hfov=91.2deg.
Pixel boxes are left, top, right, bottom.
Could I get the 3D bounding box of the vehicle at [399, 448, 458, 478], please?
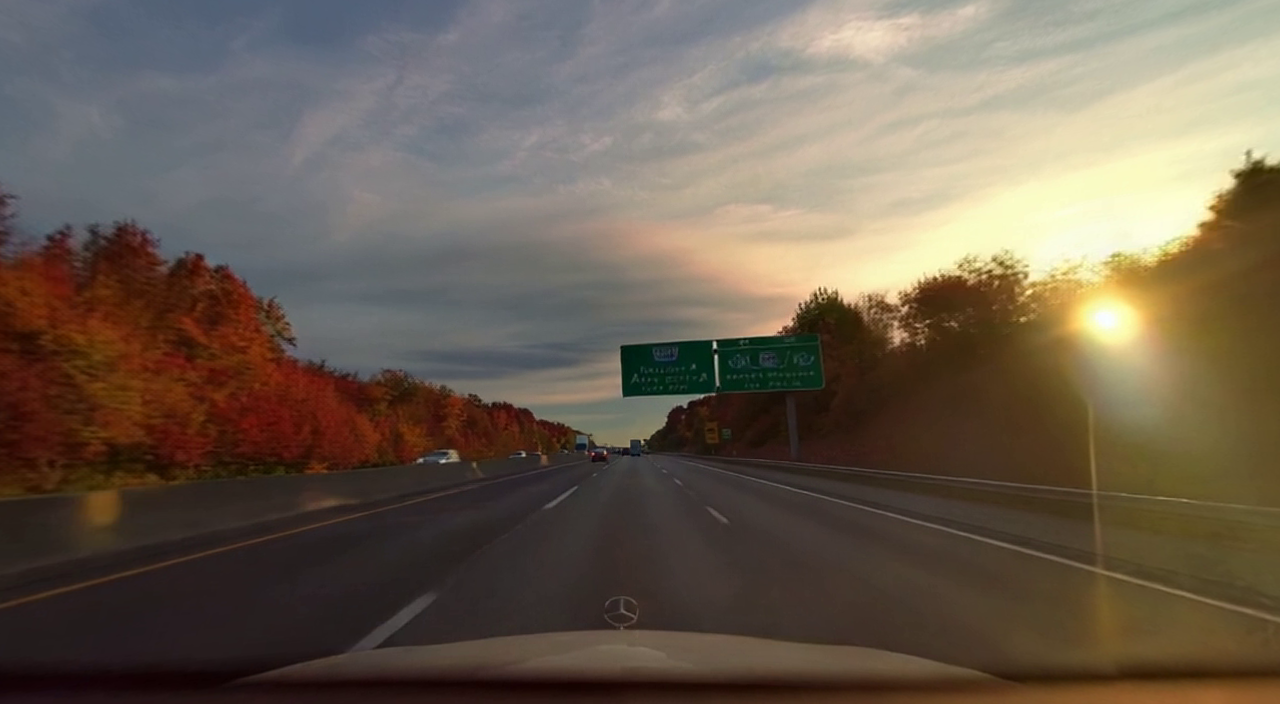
[{"bbox_3d":[-11.868,6.237,35.410,1.841,1.547,4.273,0,-9,0],"label":"vehicle"}]
